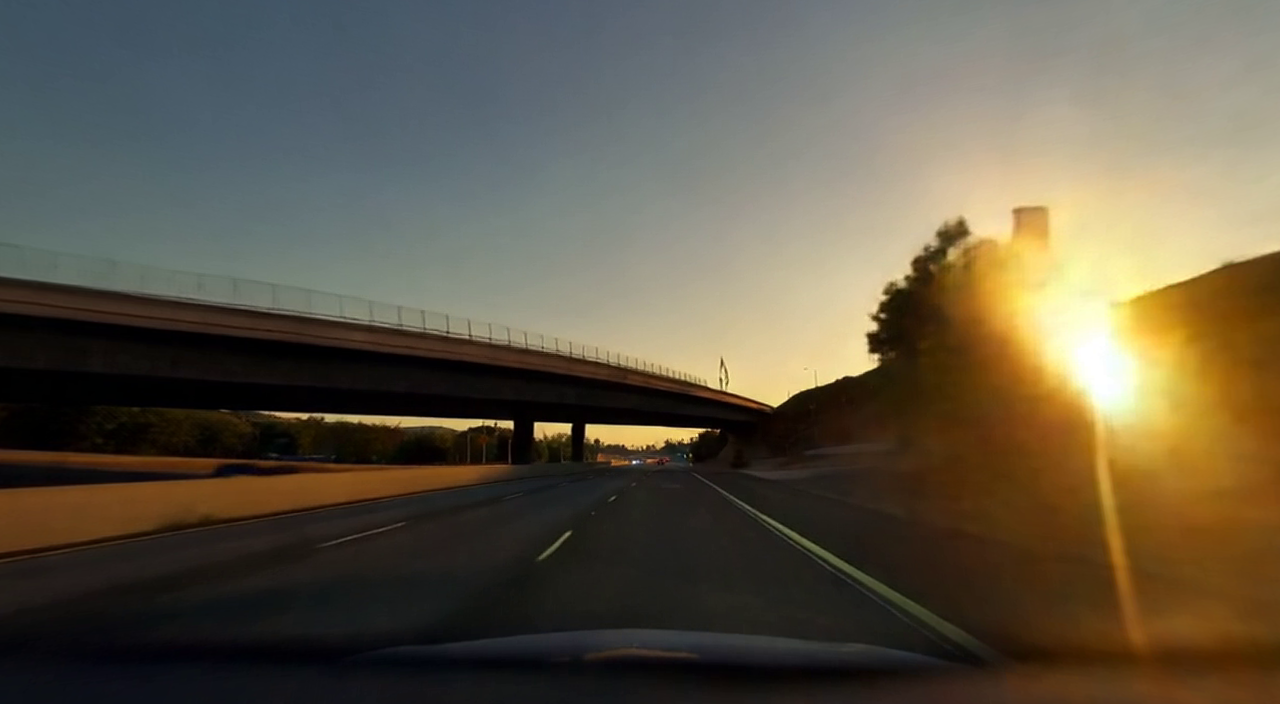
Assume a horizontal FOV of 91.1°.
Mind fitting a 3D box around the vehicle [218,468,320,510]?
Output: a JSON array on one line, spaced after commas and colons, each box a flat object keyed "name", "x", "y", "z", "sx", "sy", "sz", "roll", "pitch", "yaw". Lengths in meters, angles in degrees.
[{"name": "vehicle", "x": -14.990, "y": 5.539, "z": 25.667, "sx": 1.755, "sy": 1.458, "sz": 3.716, "roll": -1, "pitch": -9, "yaw": 3}]

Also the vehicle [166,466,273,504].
[{"name": "vehicle", "x": -19.456, "y": 6.154, "z": 29.343, "sx": 1.875, "sy": 1.522, "sz": 4.191, "roll": -1, "pitch": -9, "yaw": 3}]
